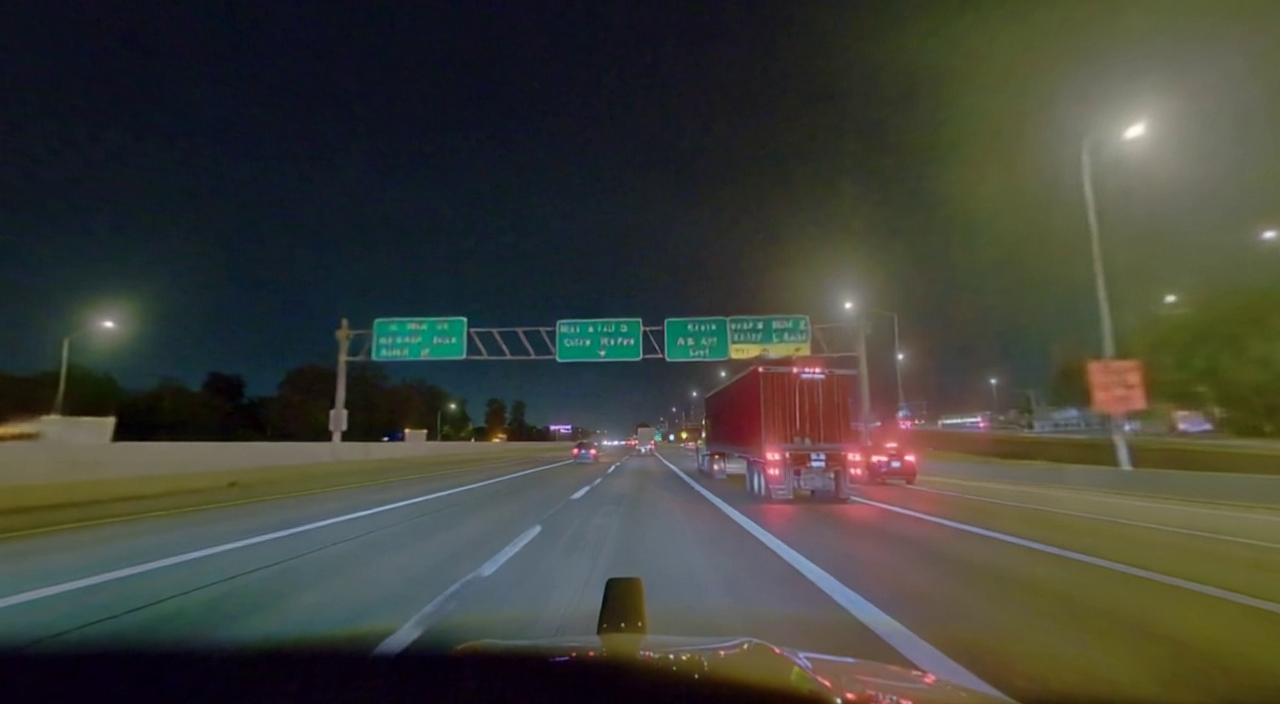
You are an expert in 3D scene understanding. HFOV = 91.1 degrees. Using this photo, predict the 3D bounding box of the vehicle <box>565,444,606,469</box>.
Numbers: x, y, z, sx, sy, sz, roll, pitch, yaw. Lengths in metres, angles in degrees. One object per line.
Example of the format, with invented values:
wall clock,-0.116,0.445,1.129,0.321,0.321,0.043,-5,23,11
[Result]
vehicle,-3.466,6.738,40.649,2.143,1.529,4.918,0,-9,1

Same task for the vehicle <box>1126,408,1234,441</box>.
vehicle,28.762,3.917,33.626,1.928,1.603,4.315,2,-7,-1

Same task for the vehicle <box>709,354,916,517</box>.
vehicle,4.152,2.499,18.399,3.049,3.395,10.595,0,-9,0

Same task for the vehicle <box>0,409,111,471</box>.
vehicle,-33.802,4.842,34.418,2.918,3.123,7.412,0,-9,0
